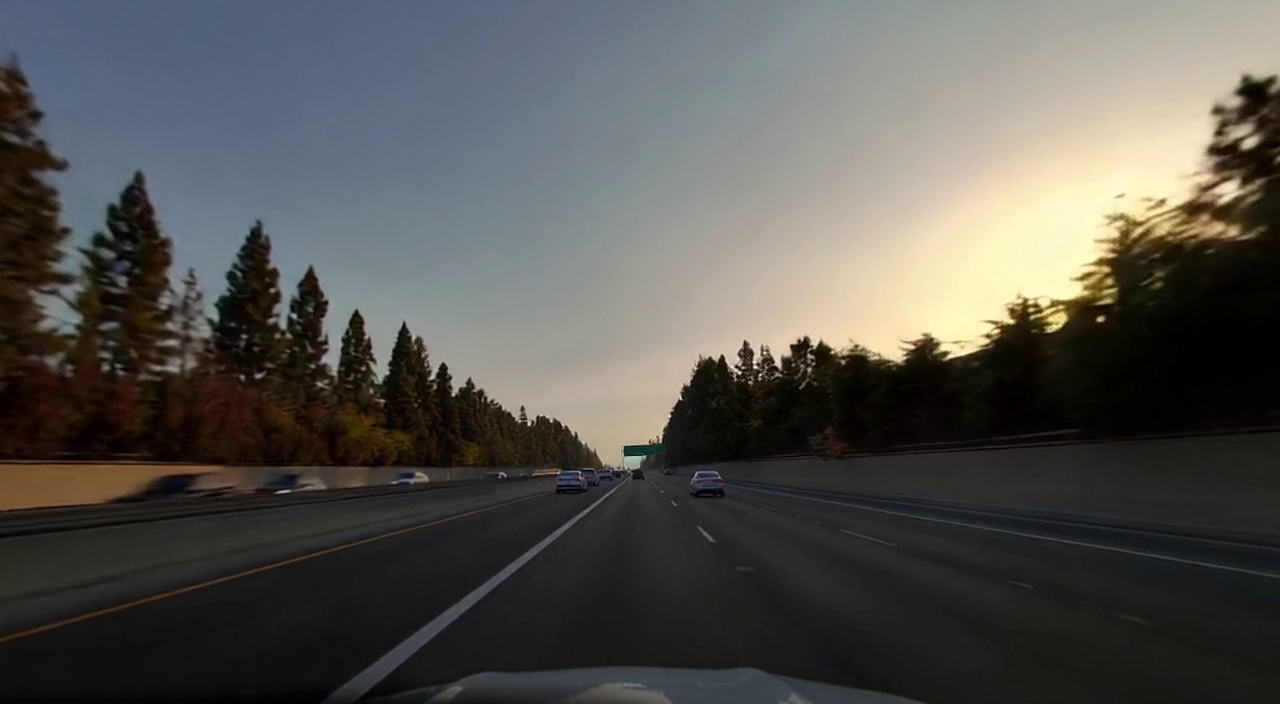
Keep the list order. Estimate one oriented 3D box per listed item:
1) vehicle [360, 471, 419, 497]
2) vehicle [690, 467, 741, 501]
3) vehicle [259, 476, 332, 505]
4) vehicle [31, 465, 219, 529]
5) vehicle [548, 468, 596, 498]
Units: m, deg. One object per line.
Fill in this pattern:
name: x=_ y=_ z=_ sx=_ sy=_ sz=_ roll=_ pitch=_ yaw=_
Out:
vehicle: x=-16.197 y=8.515 z=40.947 sx=1.915 sy=1.516 sz=4.500 roll=0 pitch=-11 yaw=1
vehicle: x=3.644 y=6.478 z=31.201 sx=1.981 sy=1.516 sz=4.109 roll=1 pitch=-11 yaw=-1
vehicle: x=-19.848 y=7.978 z=36.555 sx=1.776 sy=1.445 sz=4.442 roll=1 pitch=-11 yaw=-1
vehicle: x=-13.064 y=3.668 z=16.336 sx=1.746 sy=1.428 sz=3.636 roll=1 pitch=-11 yaw=0
vehicle: x=-3.589 y=6.997 z=33.969 sx=2.004 sy=1.468 sz=4.812 roll=0 pitch=-11 yaw=0
